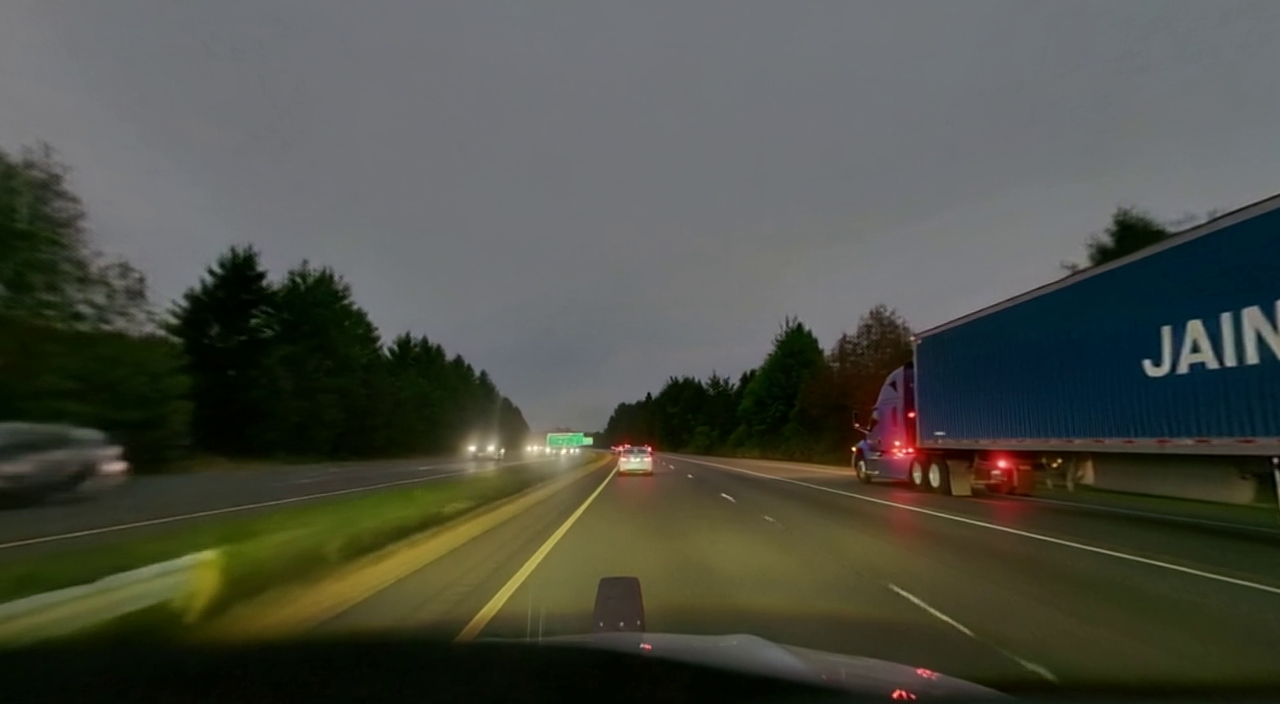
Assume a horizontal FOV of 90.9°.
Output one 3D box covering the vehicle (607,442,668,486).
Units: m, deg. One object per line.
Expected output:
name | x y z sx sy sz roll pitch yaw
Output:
vehicle | -0.122 4.242 24.178 2.114 1.523 4.012 0 -9 -1

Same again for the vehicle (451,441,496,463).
vehicle | -13.069 7.866 49.731 2.255 1.646 4.543 0 -9 0
